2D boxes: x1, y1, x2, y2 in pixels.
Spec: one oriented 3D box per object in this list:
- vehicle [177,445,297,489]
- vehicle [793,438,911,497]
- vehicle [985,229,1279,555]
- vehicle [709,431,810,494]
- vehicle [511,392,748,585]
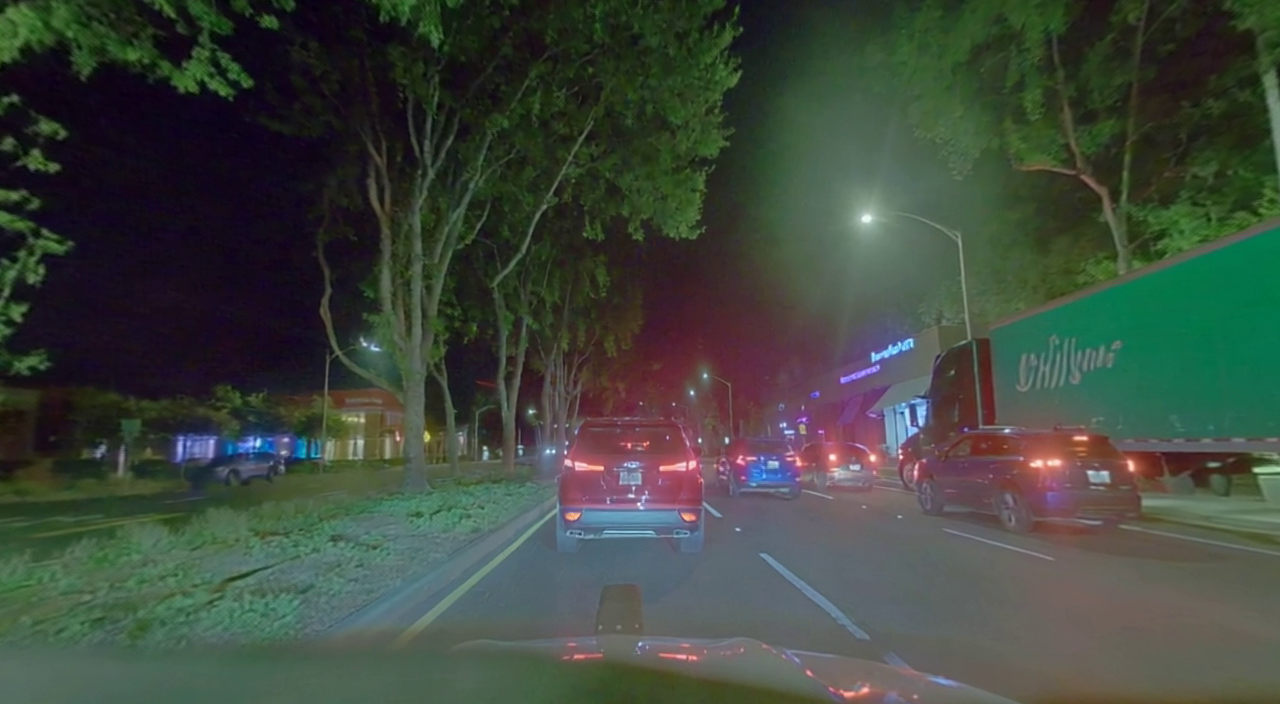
[{"bbox_3d":[-19.307,5.503,30.658,2.302,1.939,5.221,0,-9,1],"label":"vehicle"},{"bbox_3d":[6.227,3.433,19.220,2.035,1.553,4.465,0,-9,0],"label":"vehicle"},{"bbox_3d":[9.978,0.269,6.670,2.879,4.284,17.334,0,-9,0],"label":"vehicle"},{"bbox_3d":[3.407,3.274,19.005,2.123,1.648,4.547,0,-9,0],"label":"vehicle"},{"bbox_3d":[-0.135,1.655,8.384,2.320,1.880,4.192,0,-9,-1],"label":"vehicle"}]
